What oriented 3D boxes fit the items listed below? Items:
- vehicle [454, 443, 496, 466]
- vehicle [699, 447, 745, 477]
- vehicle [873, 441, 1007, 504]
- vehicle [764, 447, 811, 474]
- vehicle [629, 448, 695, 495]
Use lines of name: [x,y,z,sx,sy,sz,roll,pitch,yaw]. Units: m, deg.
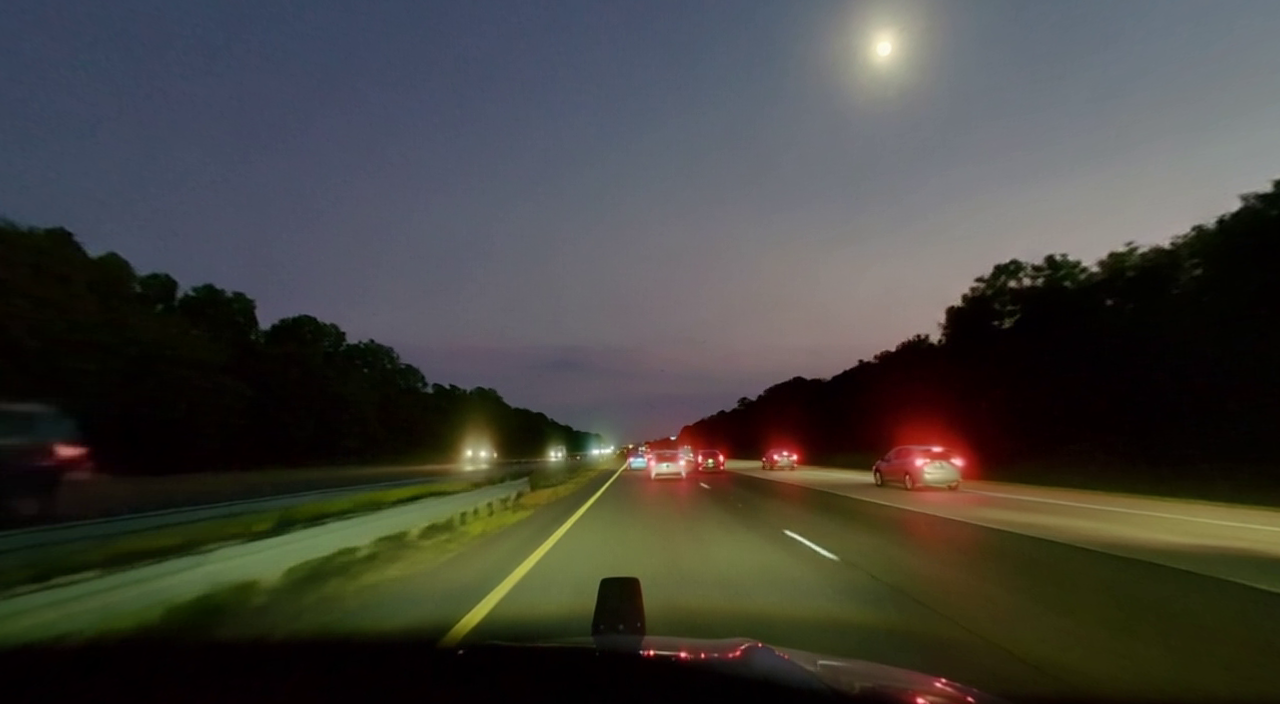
vehicle: [-12.104,7.533,46.426,1.950,1.566,4.141,0,-9,1]
vehicle: [4.416,5.992,34.509,1.981,1.518,4.029,0,-9,0]
vehicle: [8.249,3.320,17.746,1.847,1.554,3.752,0,-9,-1]
vehicle: [9.184,6.760,39.523,1.957,1.594,3.632,0,-9,-1]
vehicle: [0.677,3.959,21.247,2.020,1.426,3.702,0,-9,0]
